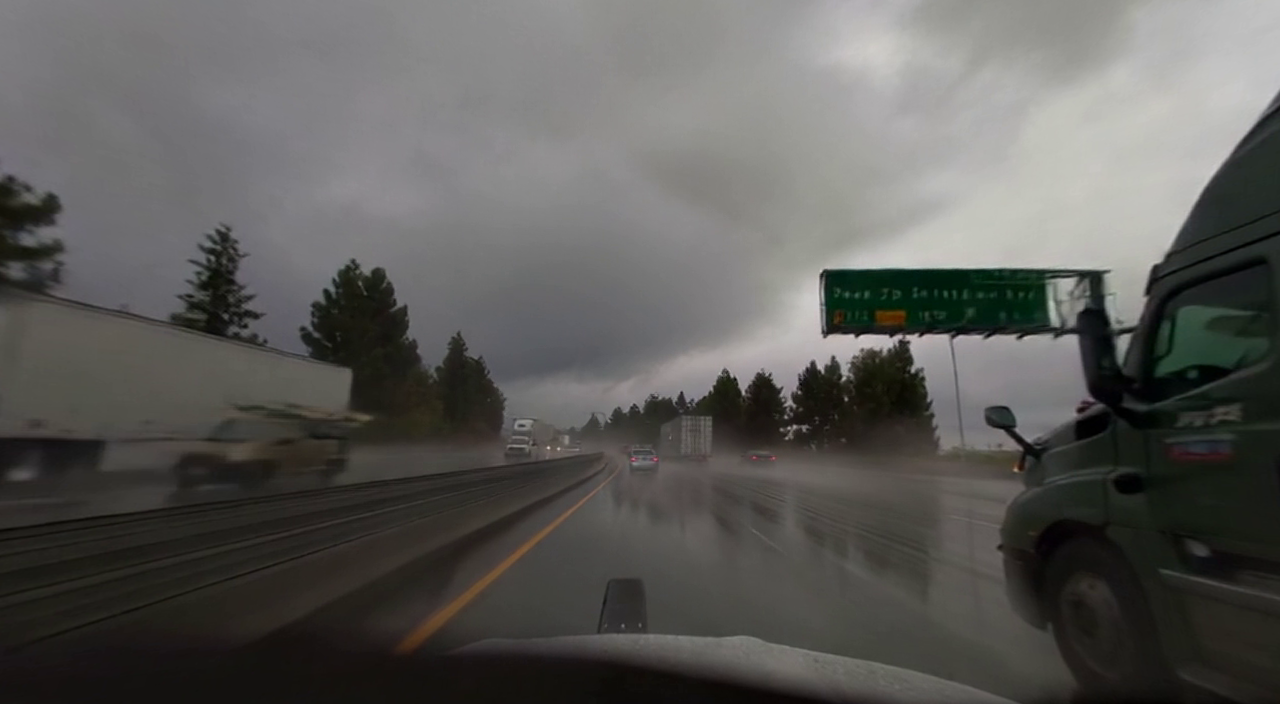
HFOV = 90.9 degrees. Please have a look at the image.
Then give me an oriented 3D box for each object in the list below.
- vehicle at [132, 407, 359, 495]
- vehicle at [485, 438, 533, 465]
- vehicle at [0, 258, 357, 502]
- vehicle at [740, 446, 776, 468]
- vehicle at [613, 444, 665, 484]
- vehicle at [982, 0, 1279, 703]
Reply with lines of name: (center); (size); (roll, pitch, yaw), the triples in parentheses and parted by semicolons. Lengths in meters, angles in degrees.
vehicle: (-7.984, 2.095, 13.385); (2.003, 1.558, 4.213); (0, -9, 1)
vehicle: (-8.027, 6.157, 39.094); (1.948, 1.580, 4.373); (0, -9, 1)
vehicle: (-12.094, 1.378, 16.261); (2.911, 4.015, 14.235); (0, -9, 0)
vehicle: (9.212, 8.215, 49.409); (1.902, 1.652, 3.995); (0, -9, -2)
vehicle: (-0.047, 4.839, 27.545); (2.111, 1.599, 3.859); (0, -9, 0)
vehicle: (3.754, -0.007, 0.615); (2.975, 2.936, 6.573); (0, -9, -1)
